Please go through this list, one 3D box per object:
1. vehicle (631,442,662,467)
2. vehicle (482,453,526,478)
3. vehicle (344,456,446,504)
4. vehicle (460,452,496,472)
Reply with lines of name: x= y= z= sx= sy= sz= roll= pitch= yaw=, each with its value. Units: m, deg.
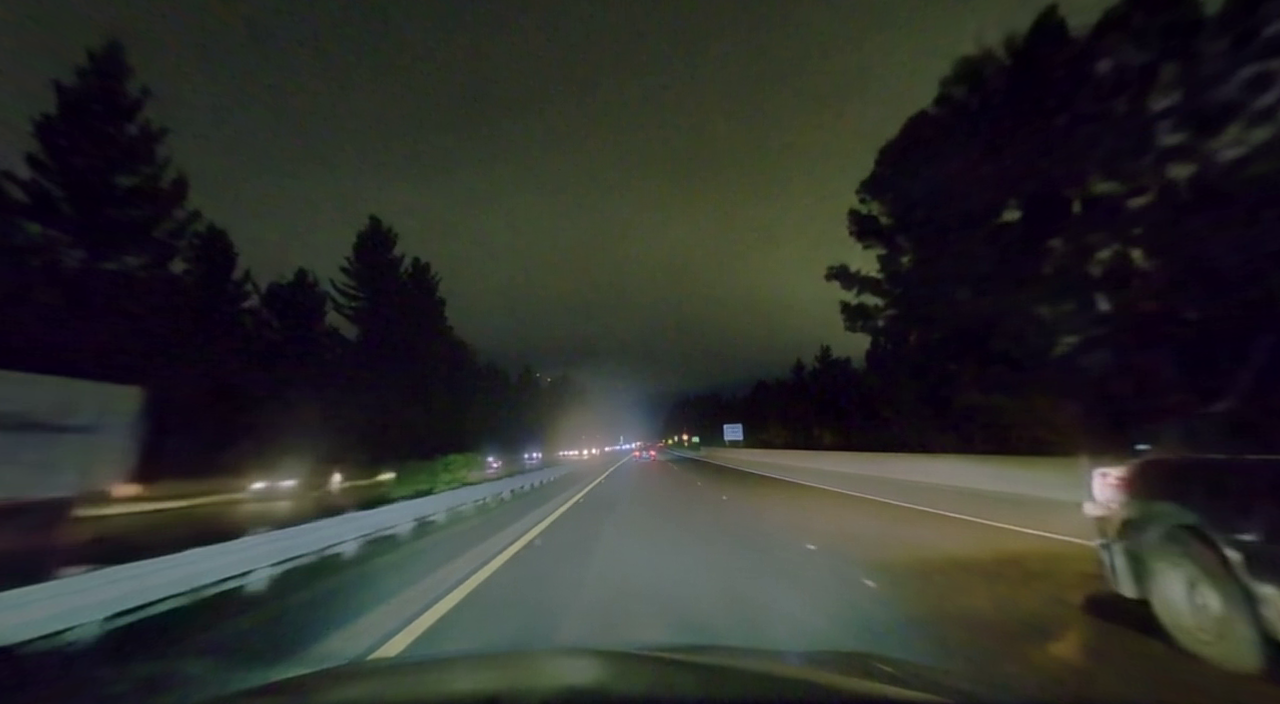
vehicle: x=0.432 y=7.159 z=43.847 sx=2.098 sy=1.692 sz=4.038 roll=0 pitch=-9 yaw=0
vehicle: x=-8.674 y=7.236 z=40.252 sx=1.919 sy=1.491 sz=3.932 roll=-1 pitch=-9 yaw=1
vehicle: x=-8.608 y=4.502 z=22.457 sx=1.911 sy=1.493 sz=4.149 roll=-1 pitch=-9 yaw=1
vehicle: x=-12.780 y=8.665 z=49.649 sx=1.759 sy=1.494 sz=3.752 roll=-1 pitch=-9 yaw=1
